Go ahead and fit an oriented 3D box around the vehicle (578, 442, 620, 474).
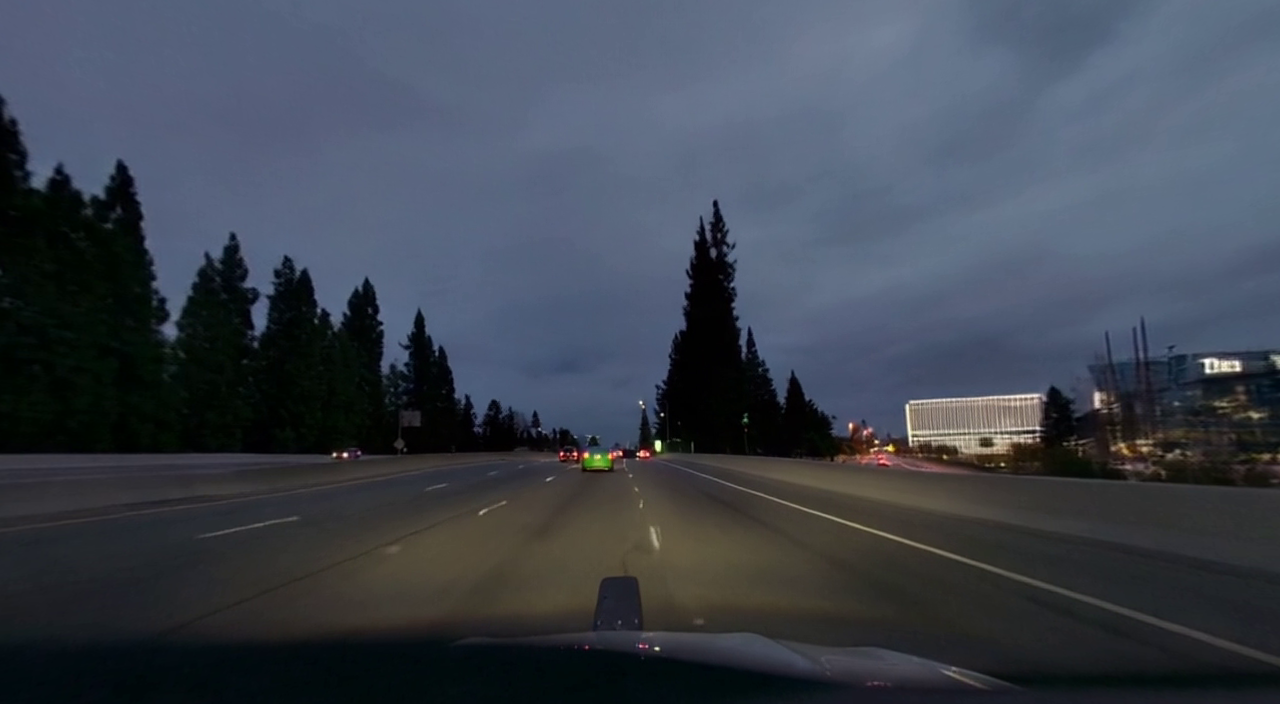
[{"bbox_3d":[-2.391,6.372,38.118,2.302,1.810,4.707,0,-9,-1],"label":"vehicle"}]
